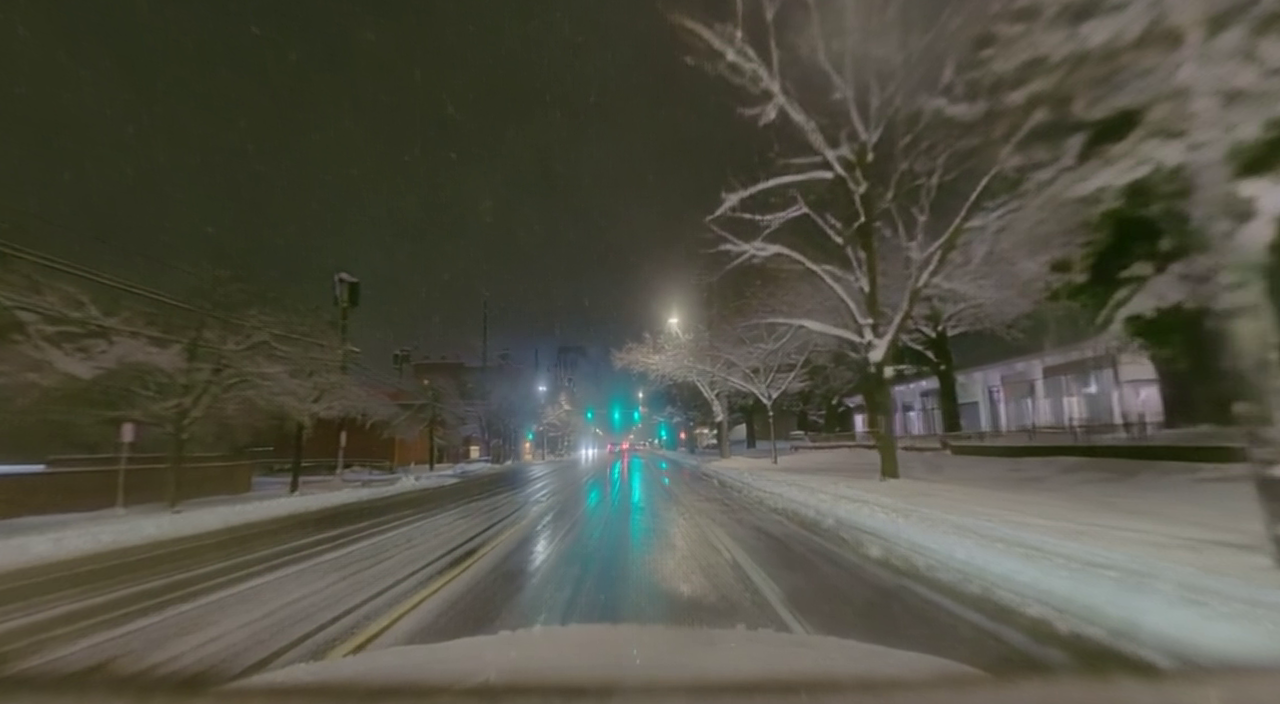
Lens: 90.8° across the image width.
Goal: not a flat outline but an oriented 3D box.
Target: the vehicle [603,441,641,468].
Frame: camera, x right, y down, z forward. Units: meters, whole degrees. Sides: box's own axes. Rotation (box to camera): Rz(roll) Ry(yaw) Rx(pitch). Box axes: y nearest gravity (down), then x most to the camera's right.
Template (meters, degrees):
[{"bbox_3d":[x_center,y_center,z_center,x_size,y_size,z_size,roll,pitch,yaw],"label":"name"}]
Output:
[{"bbox_3d":[-1.118,6.101,37.856,2.131,1.474,4.146,0,-8,-3],"label":"vehicle"}]
